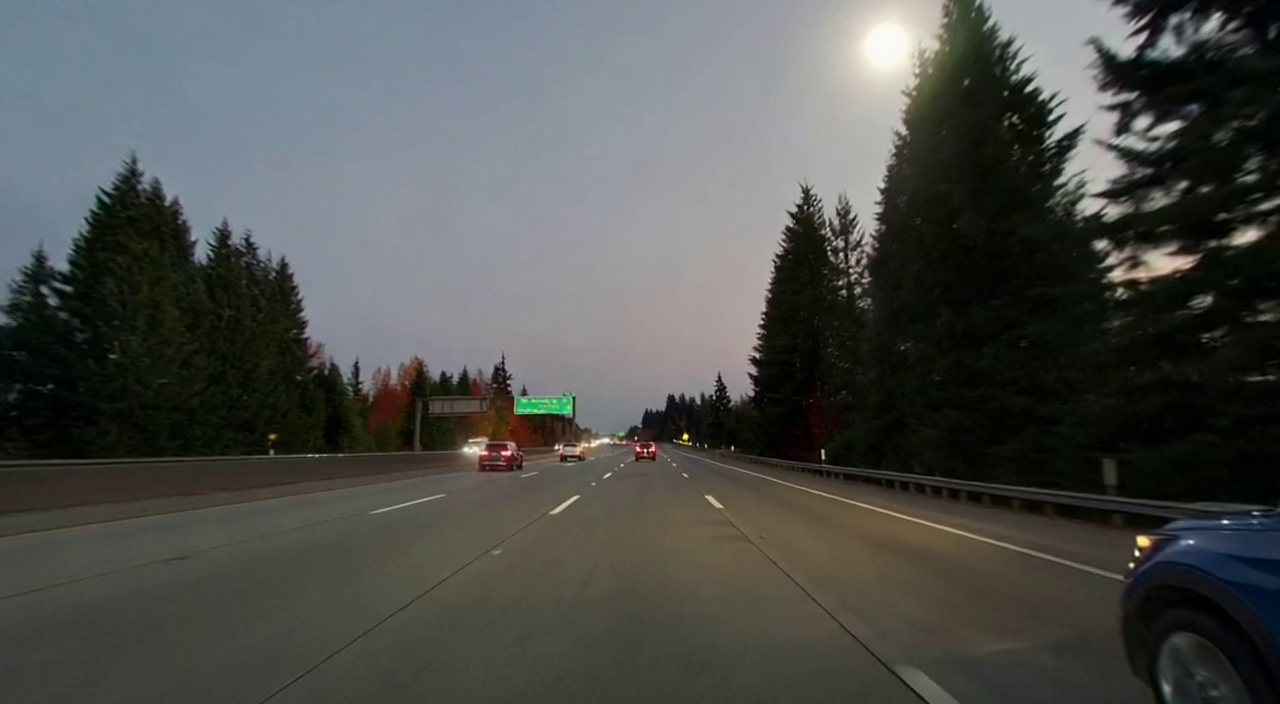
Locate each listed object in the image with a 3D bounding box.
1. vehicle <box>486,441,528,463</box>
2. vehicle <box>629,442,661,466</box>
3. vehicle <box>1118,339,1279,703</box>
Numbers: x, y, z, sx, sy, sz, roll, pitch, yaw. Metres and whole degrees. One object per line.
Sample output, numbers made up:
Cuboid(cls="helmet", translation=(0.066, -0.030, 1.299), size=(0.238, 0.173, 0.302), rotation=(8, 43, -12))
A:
Cuboid(cls="vehicle", translation=(-9.496, 7.164, 45.277), size=(1.965, 1.473, 4.313), rotation=(0, -8, 2))
Cuboid(cls="vehicle", translation=(0.295, 6.608, 40.943), size=(1.985, 1.450, 4.266), rotation=(0, -8, 0))
Cuboid(cls="vehicle", translation=(3.357, 0.605, 0.837), size=(2.120, 1.706, 4.226), rotation=(0, -8, 1))
